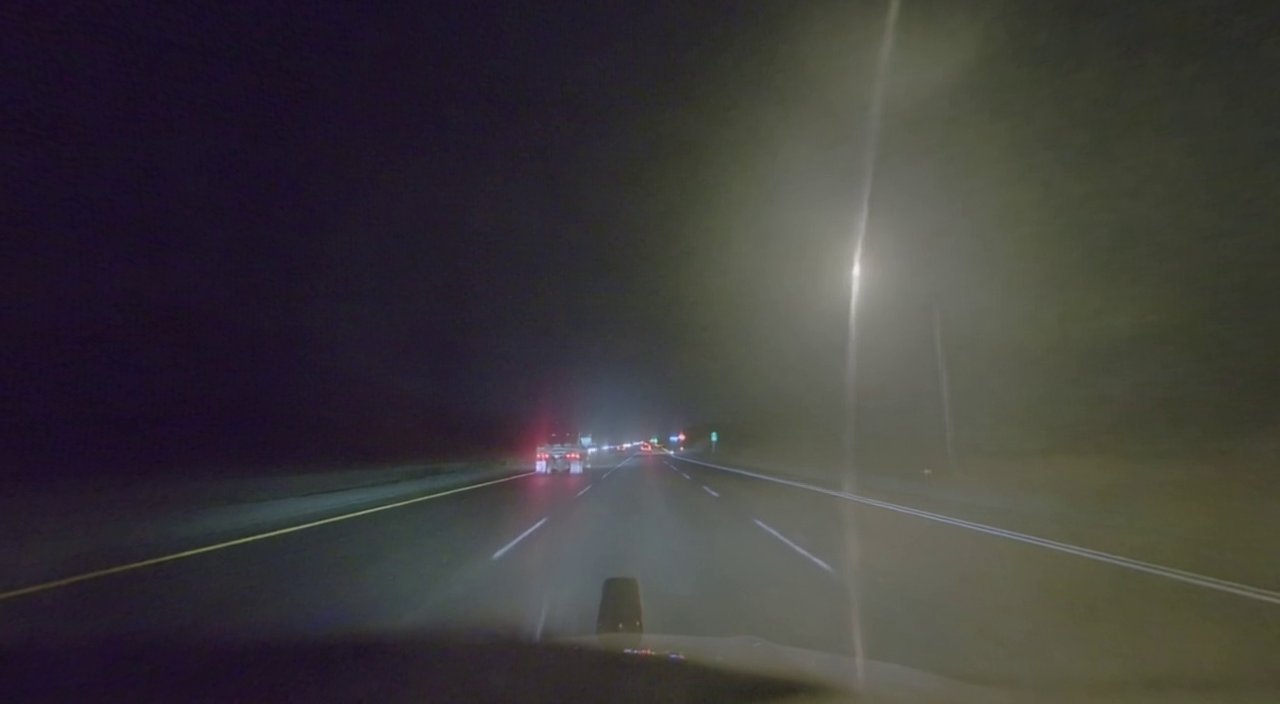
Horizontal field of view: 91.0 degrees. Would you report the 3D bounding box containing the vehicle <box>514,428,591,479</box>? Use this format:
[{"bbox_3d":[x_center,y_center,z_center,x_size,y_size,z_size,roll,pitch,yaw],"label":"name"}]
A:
[{"bbox_3d":[-3.533,4.249,26.625,2.379,1.918,5.504,0,-8,1],"label":"vehicle"}]
